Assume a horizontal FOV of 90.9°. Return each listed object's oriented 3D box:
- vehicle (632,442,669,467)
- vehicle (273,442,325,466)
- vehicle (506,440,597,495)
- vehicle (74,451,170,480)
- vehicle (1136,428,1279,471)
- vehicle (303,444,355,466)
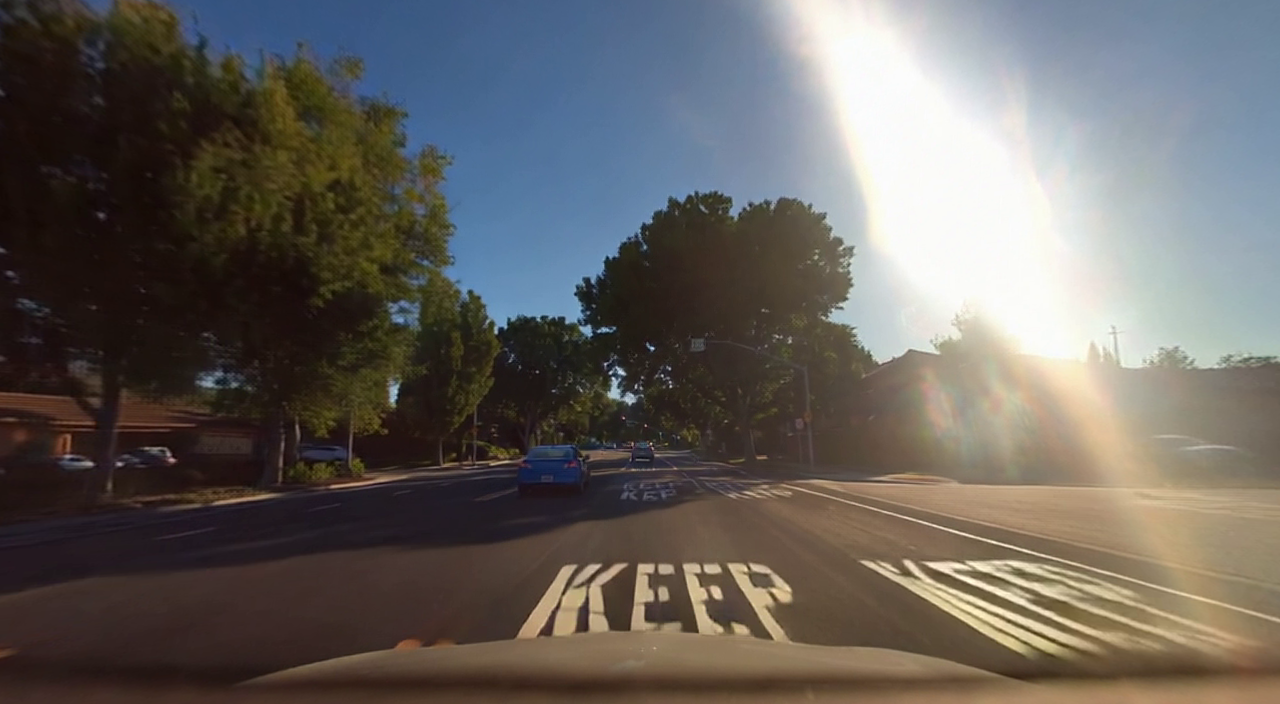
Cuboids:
[{"bbox_3d":[0.653,6.629,40.917,2.226,1.505,4.128,0,-8,0],"label":"vehicle"},{"bbox_3d":[-25.756,7.712,47.749,1.919,1.701,3.695,0,-8,-2],"label":"vehicle"},{"bbox_3d":[-2.591,3.525,19.752,2.158,1.469,4.909,0,-8,0],"label":"vehicle"},{"bbox_3d":[-28.682,6.264,35.086,1.961,1.470,3.811,0,-8,3],"label":"vehicle"},{"bbox_3d":[22.787,3.887,25.167,4.318,1.601,1.975,0,-8,-3],"label":"vehicle"},{"bbox_3d":[-23.266,7.700,47.318,1.894,1.508,3.783,0,-8,0],"label":"vehicle"}]
